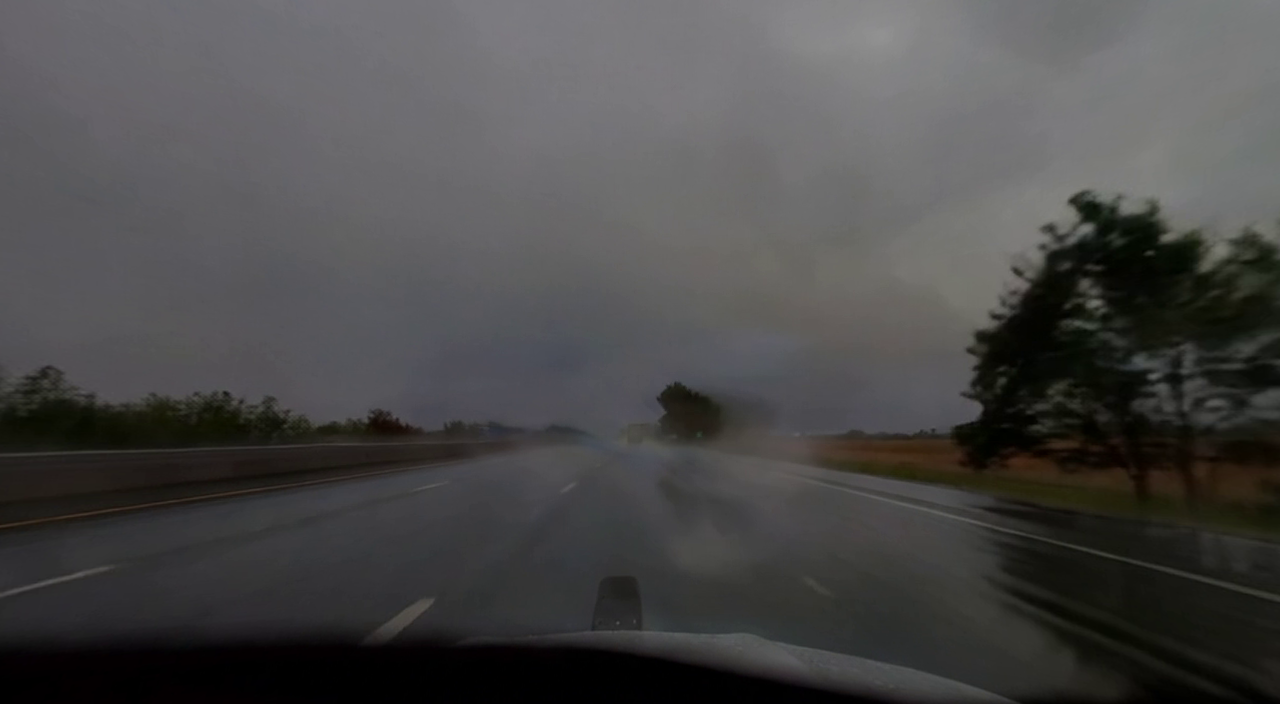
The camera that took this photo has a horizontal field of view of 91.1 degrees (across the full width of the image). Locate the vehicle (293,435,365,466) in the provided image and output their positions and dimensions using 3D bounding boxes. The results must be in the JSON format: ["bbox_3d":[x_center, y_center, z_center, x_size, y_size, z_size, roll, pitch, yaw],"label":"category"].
[{"bbox_3d":[-16.380,5.180,33.332,1.902,1.512,4.009,0,-8,-2],"label":"vehicle"}]
